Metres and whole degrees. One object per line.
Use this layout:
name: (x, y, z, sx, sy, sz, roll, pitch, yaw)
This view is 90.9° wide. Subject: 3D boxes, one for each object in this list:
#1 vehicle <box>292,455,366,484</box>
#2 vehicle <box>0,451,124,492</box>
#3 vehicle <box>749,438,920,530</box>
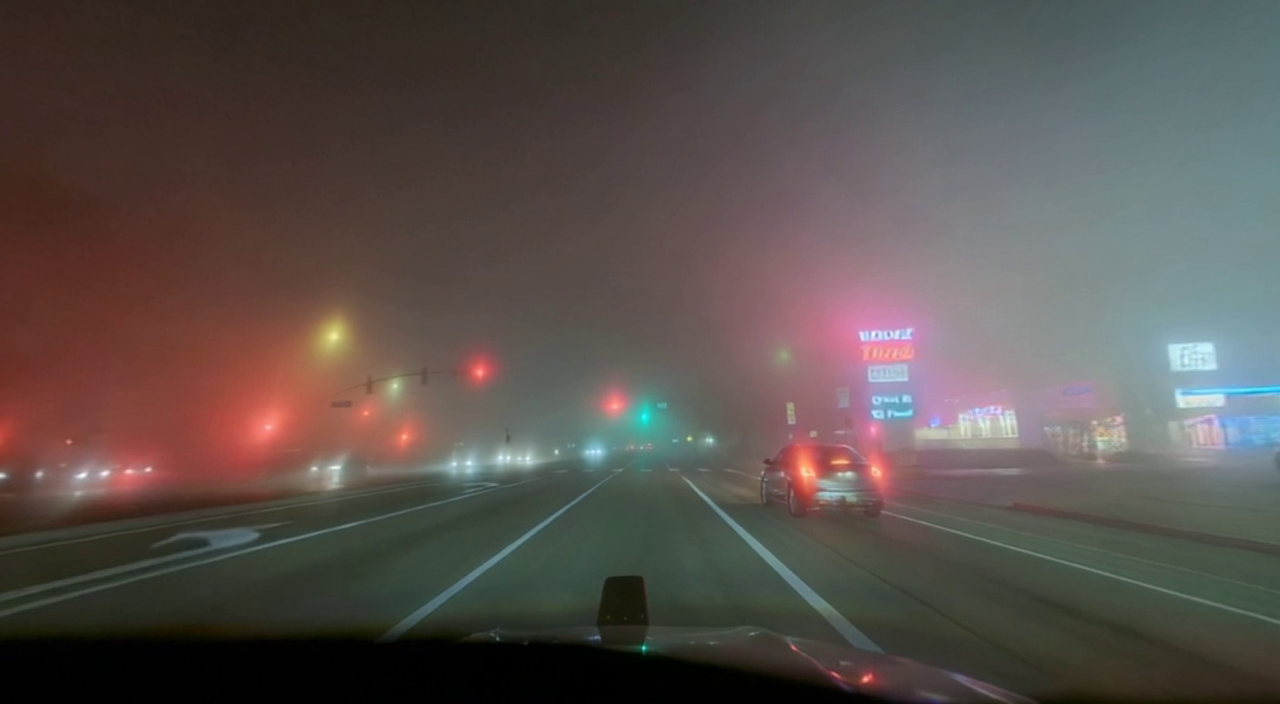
vehicle: (-17.505, 6.627, 35.771, 1.961, 1.500, 4.291, 0, -9, 1)
vehicle: (-29.930, 5.921, 31.524, 6.041, 1.907, 2.490, 0, -8, 2)
vehicle: (3.591, 2.520, 12.738, 1.870, 1.467, 4.800, 0, -9, -1)
